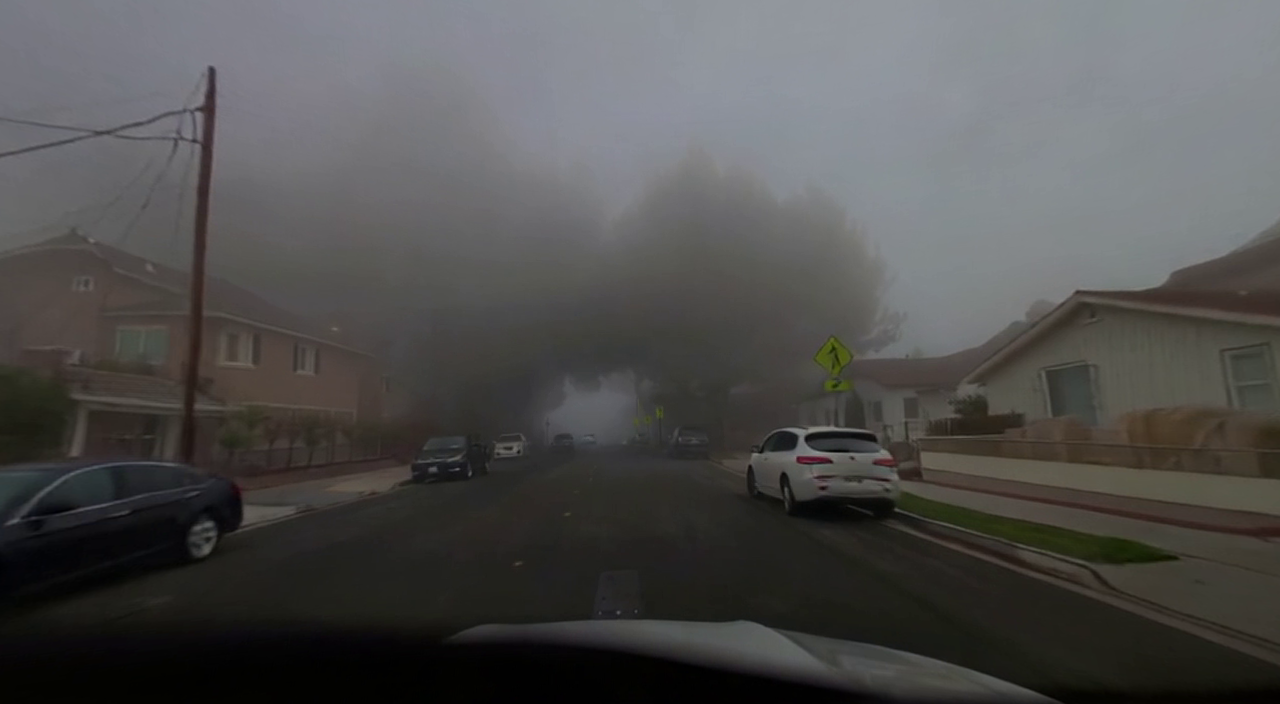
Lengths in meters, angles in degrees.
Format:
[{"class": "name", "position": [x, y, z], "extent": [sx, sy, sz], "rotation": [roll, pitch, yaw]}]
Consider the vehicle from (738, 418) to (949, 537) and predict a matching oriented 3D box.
[{"class": "vehicle", "position": [3.108, 1.964, 10.911], "extent": [1.875, 1.568, 4.899], "rotation": [0, -7, -2]}]

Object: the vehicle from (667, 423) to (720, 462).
[{"class": "vehicle", "position": [2.406, 4.186, 29.318], "extent": [1.997, 1.663, 4.544], "rotation": [0, -7, -1]}]

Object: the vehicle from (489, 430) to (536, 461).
[{"class": "vehicle", "position": [-6.708, 4.958, 33.587], "extent": [1.842, 1.540, 3.704], "rotation": [0, -8, -2]}]

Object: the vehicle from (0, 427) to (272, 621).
[{"class": "vehicle", "position": [-5.735, 1.475, 6.089], "extent": [1.870, 1.425, 4.297], "rotation": [0, -8, -2]}]

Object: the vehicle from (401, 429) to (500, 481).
[{"class": "vehicle", "position": [-6.112, 3.349, 21.028], "extent": [1.972, 1.502, 5.530], "rotation": [0, -8, -4]}]
